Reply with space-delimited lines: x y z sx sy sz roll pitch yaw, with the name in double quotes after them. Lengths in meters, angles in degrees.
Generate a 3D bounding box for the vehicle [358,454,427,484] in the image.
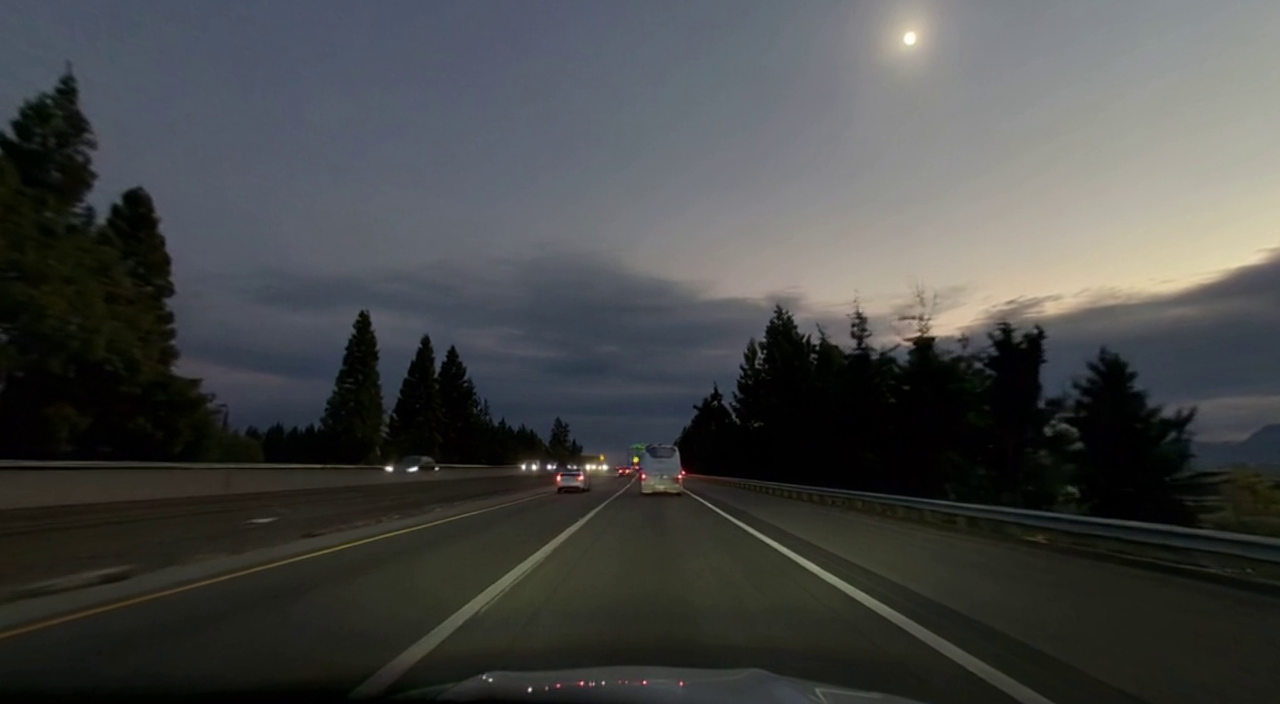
-13.014 6.218 33.454 1.800 1.437 4.400 1 -10 1 "vehicle"

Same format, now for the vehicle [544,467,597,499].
-3.525 6.741 32.668 2.128 1.491 4.508 0 -10 1 "vehicle"

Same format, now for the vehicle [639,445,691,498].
1.218 6.372 33.759 2.482 2.549 5.447 1 -10 -1 "vehicle"
